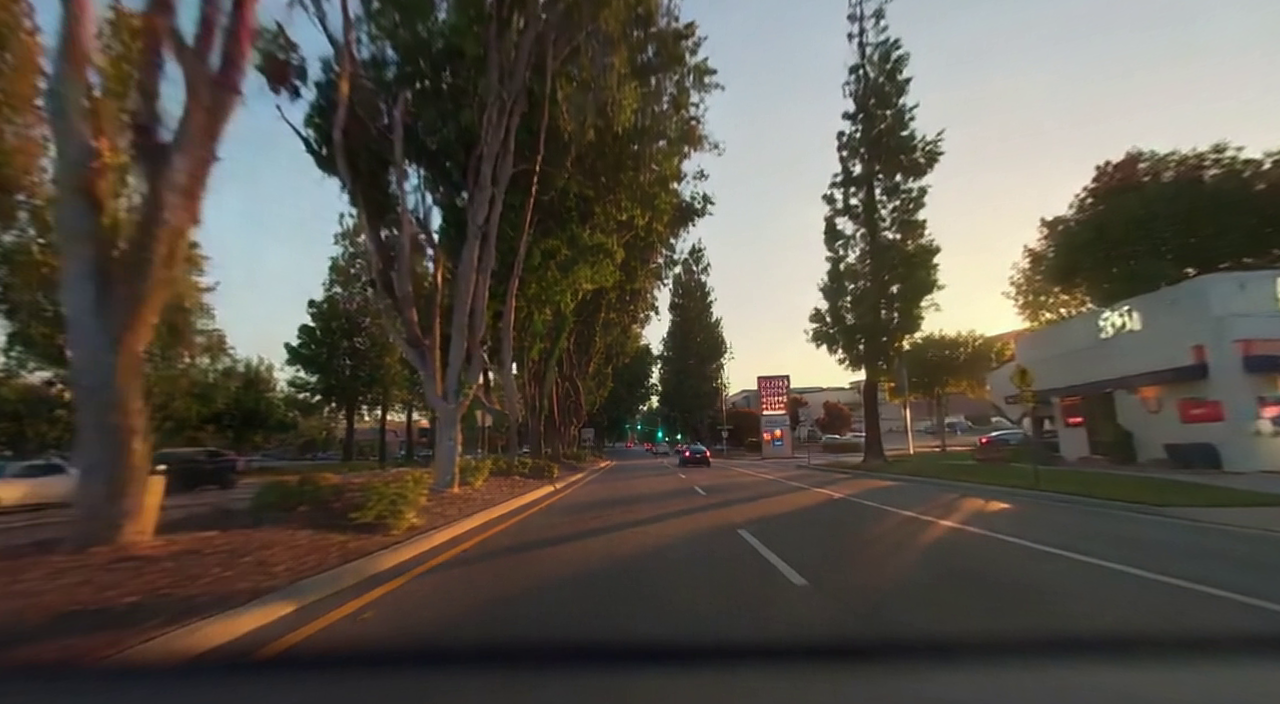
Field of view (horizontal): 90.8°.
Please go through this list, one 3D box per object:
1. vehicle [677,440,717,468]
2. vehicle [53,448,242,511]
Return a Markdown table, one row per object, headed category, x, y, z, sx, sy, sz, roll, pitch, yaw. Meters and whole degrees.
| category | x | y | z | sx | sy | sz | roll | pitch | yaw |
| --- | --- | --- | --- | --- | --- | --- | --- | --- | --- |
| vehicle | 3.414 | 6.184 | 38.412 | 1.961 | 1.580 | 4.020 | 0 | -8 | -2 |
| vehicle | -14.092 | 3.631 | 18.545 | 1.962 | 1.574 | 4.612 | 0 | -8 | -2 |
